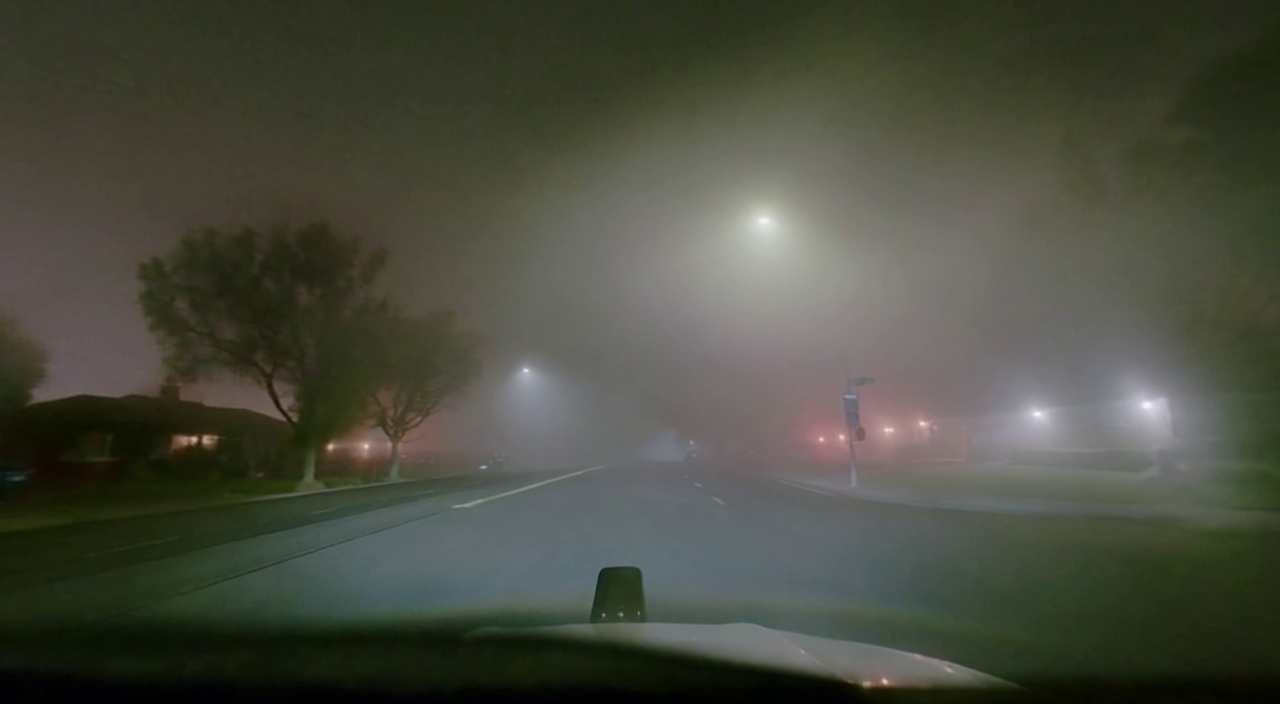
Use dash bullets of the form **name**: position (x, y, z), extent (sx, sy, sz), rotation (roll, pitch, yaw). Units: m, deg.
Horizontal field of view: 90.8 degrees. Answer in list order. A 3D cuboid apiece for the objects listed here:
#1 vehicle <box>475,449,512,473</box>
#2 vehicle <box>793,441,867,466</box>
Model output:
- **vehicle**: position (-11.466, 8.601, 49.808), extent (2.020, 1.691, 4.308), rotation (-1, -10, -2)
- **vehicle**: position (13.932, 7.475, 46.546), extent (4.775, 1.524, 1.983), rotation (-4, -9, 3)
